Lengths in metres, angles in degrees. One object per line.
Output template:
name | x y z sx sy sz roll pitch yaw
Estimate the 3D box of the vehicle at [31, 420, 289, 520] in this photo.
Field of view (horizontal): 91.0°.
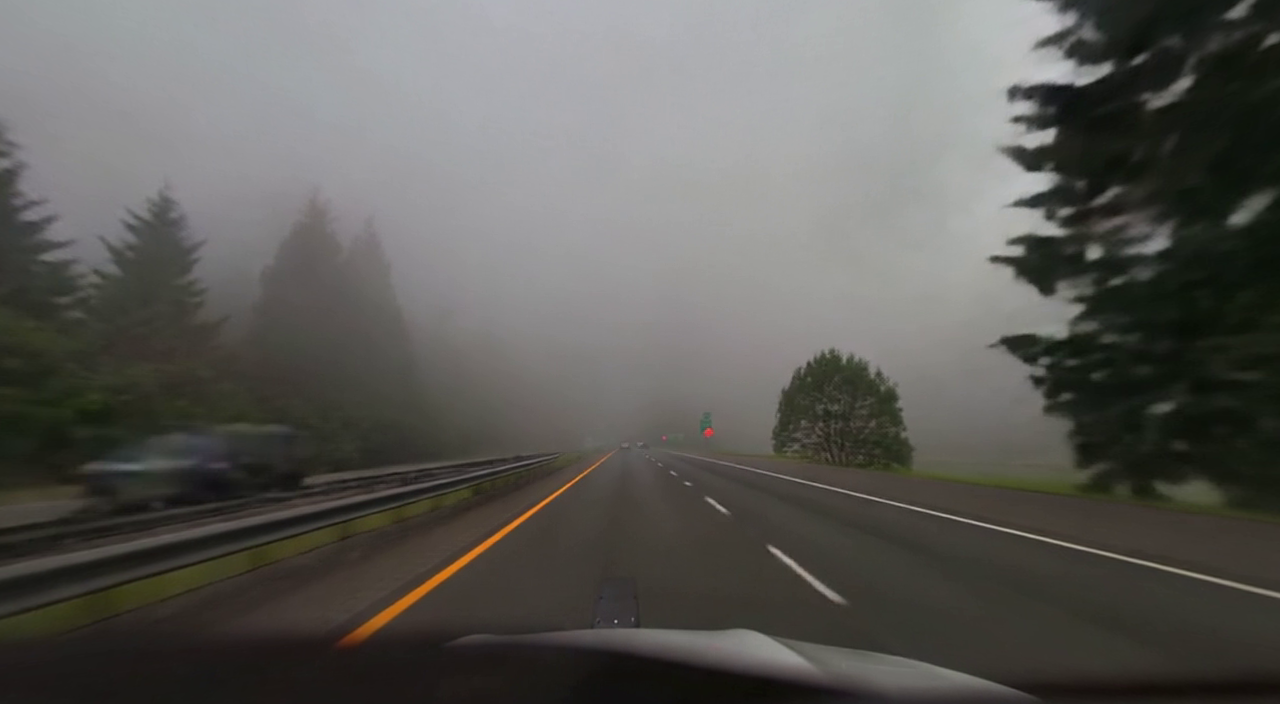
vehicle | -9.647 2.385 13.275 1.927 1.703 4.488 0 -8 -1
